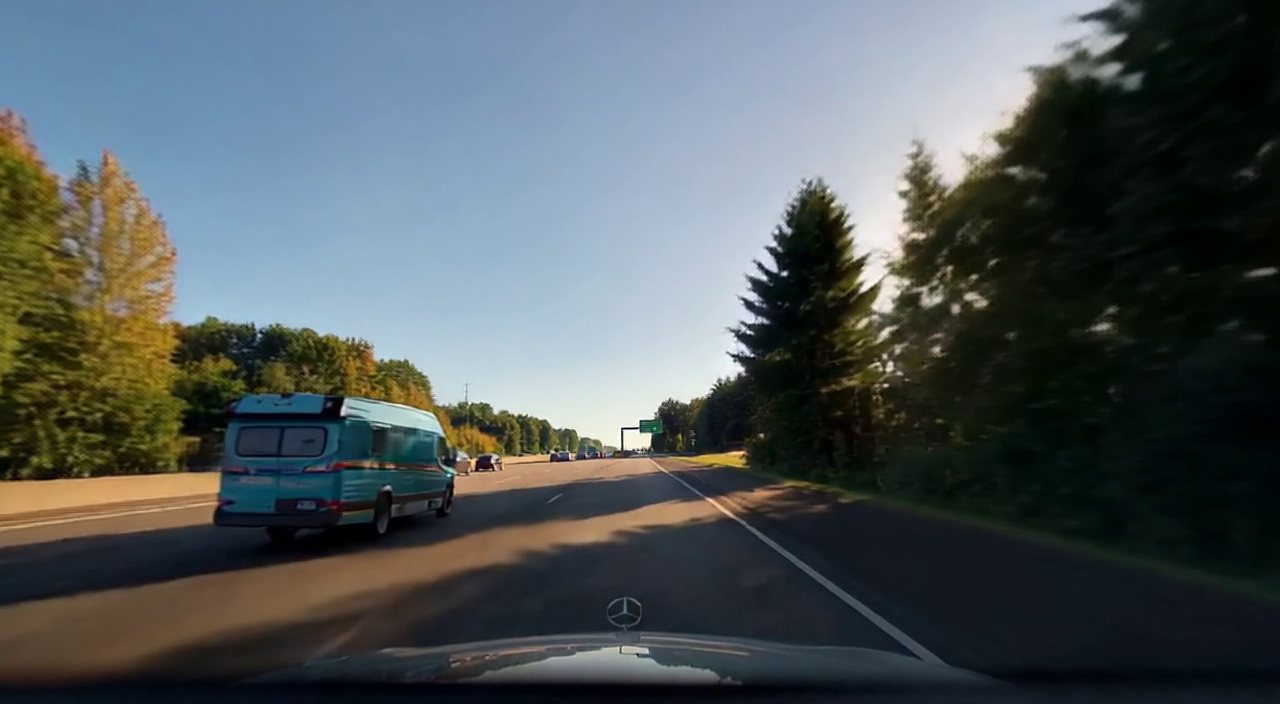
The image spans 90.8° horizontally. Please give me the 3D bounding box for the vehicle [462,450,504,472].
[{"bbox_3d":[-11.436,7.988,46.315,1.981,1.503,4.207,0,-8,0],"label":"vehicle"}]

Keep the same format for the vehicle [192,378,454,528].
[{"bbox_3d":[-7.368,2.533,16.244,2.747,2.934,7.411,0,-8,1],"label":"vehicle"}]
